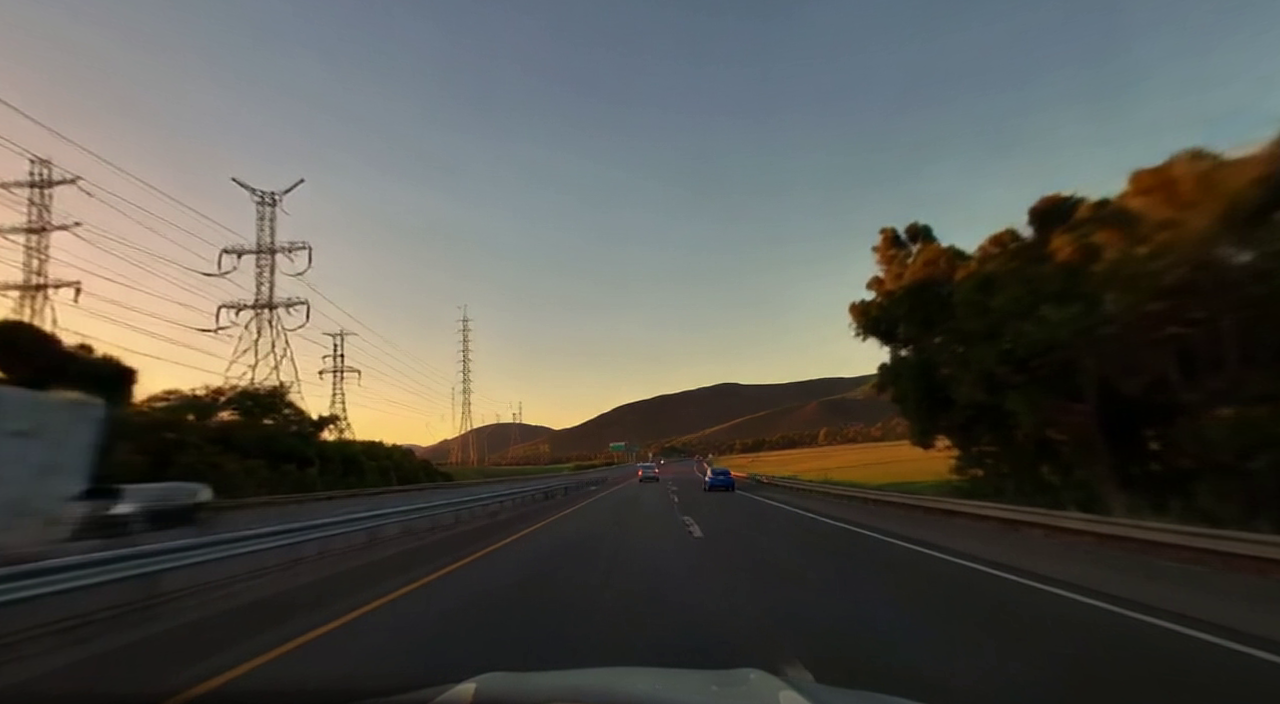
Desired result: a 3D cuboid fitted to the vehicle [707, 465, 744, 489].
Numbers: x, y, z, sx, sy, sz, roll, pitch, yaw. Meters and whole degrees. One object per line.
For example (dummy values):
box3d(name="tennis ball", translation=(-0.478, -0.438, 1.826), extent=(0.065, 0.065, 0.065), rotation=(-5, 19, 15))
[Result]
box3d(name="vehicle", translation=(5.883, 8.639, 43.503), extent=(1.985, 1.521, 3.904), rotation=(1, -10, -1))

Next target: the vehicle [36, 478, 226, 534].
box3d(name="vehicle", translation=(-16.102, 4.855, 20.286), extent=(1.872, 1.470, 4.603), rotation=(-1, -10, 8))

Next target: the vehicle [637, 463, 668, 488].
box3d(name="vehicle", translation=(0.843, 8.783, 44.798), extent=(2.038, 1.596, 4.246), rotation=(1, -10, 0))
